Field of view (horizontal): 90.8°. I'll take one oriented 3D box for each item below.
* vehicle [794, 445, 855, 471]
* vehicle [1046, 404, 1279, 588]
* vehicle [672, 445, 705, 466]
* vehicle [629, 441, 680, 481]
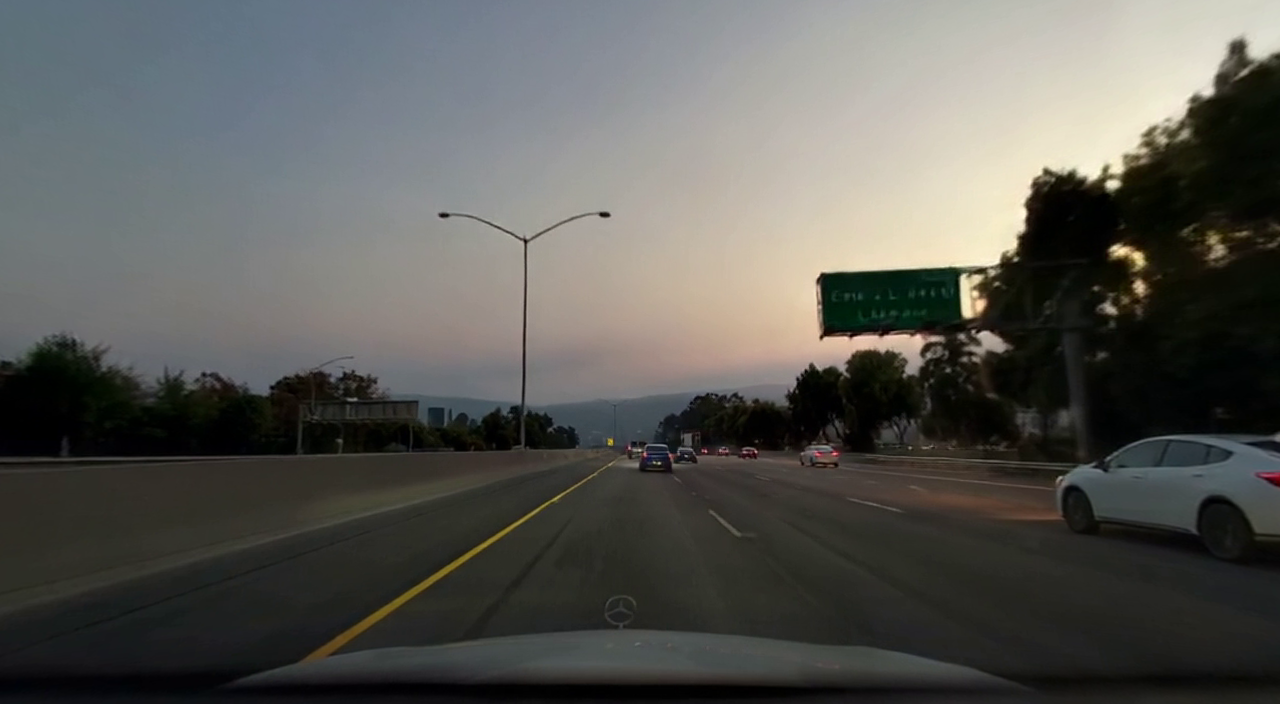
[{"bbox_3d":[10.894,6.297,37.751,2.087,1.442,4.834,0,-8,-1],"label":"vehicle"},{"bbox_3d":[6.918,1.479,6.811,2.027,1.679,4.543,0,-9,0],"label":"vehicle"},{"bbox_3d":[3.433,7.439,45.434,1.993,1.427,4.204,0,-9,-1],"label":"vehicle"},{"bbox_3d":[0.516,4.604,27.096,1.864,1.566,4.446,0,-8,-3],"label":"vehicle"}]
